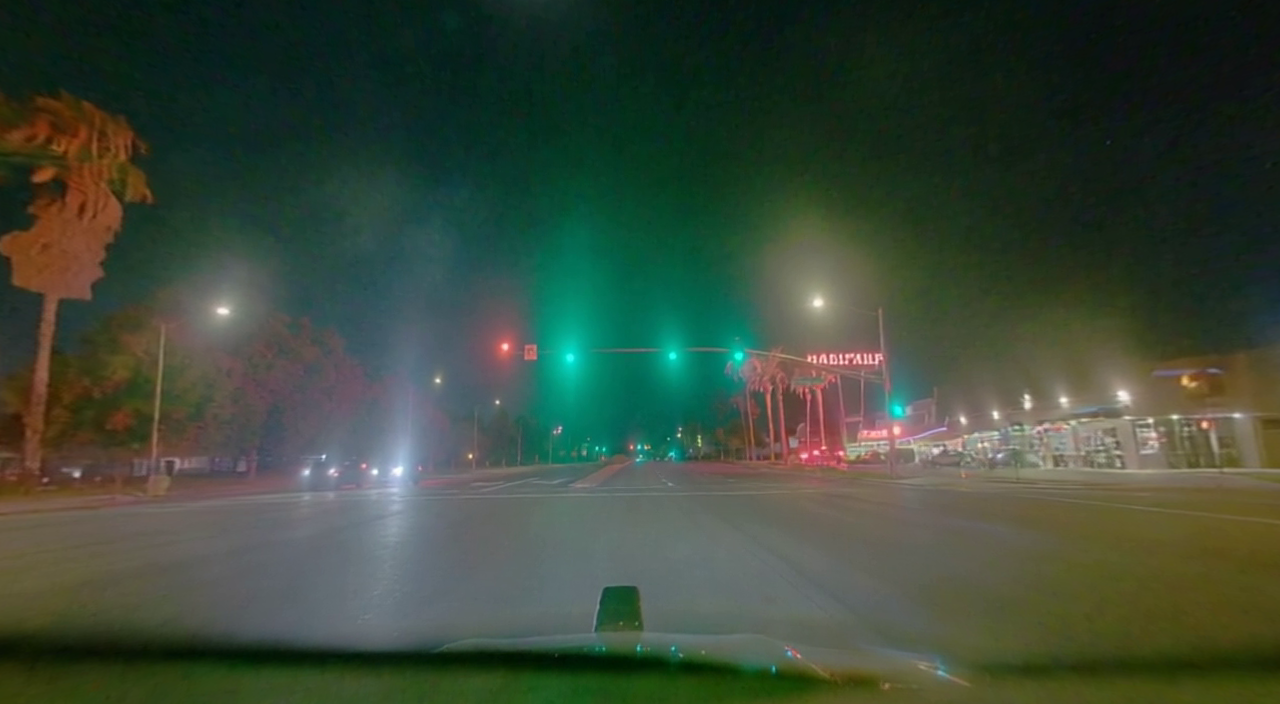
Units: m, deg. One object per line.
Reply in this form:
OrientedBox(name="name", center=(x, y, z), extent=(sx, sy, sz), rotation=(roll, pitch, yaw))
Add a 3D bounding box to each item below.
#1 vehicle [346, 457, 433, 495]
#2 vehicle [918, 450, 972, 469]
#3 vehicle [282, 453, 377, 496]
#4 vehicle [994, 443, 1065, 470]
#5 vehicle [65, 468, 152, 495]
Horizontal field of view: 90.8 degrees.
OrientedBox(name="vehicle", center=(-11.156, 5.528, 28.537), extent=(2.019, 1.434, 4.622), rotation=(0, -8, 0))
OrientedBox(name="vehicle", center=(22.754, 7.994, 47.119), extent=(3.280, 1.344, 1.518), rotation=(2, -9, -12))
OrientedBox(name="vehicle", center=(-14.448, 5.681, 29.754), extent=(1.976, 1.758, 4.986), rotation=(0, -8, -1))
OrientedBox(name="vehicle", center=(24.628, 6.630, 39.992), extent=(3.381, 1.424, 2.059), rotation=(1, -12, -23))
OrientedBox(name="vehicle", center=(-35.118, 8.556, 41.939), extent=(1.906, 1.528, 4.535), rotation=(0, -8, -2))
